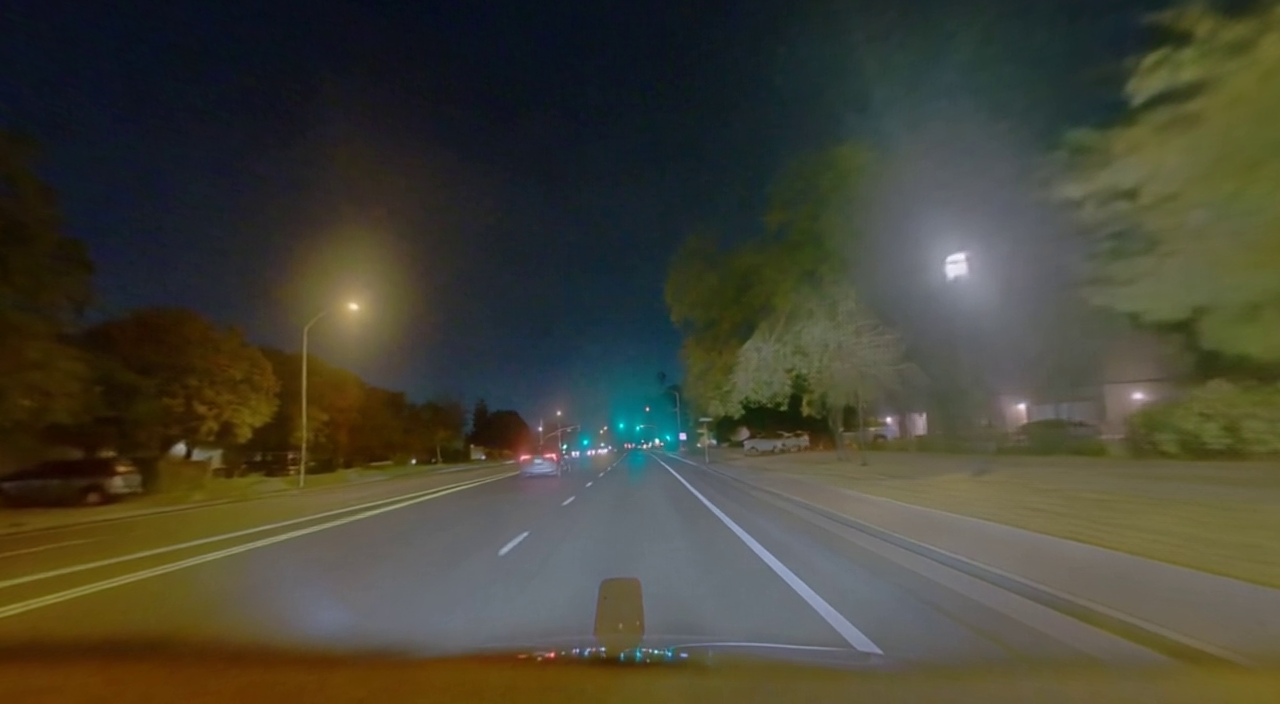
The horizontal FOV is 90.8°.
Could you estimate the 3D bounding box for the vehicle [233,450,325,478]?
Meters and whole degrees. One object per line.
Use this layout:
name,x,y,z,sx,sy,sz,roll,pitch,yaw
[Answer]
vehicle,-24.309,7.560,42.711,4.922,1.766,1.998,0,-8,-4

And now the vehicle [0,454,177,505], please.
vehicle,-20.818,4.784,23.875,4.866,1.749,2.158,0,-8,1

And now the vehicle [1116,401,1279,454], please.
vehicle,17.178,2.353,19.165,1.784,1.411,4.402,0,-8,-5

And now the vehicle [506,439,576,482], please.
vehicle,-3.718,4.165,24.557,2.030,1.467,4.251,0,-8,0

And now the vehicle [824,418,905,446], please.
vehicle,15.714,5.679,44.451,4.858,1.831,2.101,1,-9,-2

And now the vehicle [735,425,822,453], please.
vehicle,10.458,6.613,48.094,6.098,2.021,2.524,0,-8,1

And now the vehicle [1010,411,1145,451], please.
vehicle,19.997,3.644,29.010,4.605,1.480,1.994,-4,-7,1
